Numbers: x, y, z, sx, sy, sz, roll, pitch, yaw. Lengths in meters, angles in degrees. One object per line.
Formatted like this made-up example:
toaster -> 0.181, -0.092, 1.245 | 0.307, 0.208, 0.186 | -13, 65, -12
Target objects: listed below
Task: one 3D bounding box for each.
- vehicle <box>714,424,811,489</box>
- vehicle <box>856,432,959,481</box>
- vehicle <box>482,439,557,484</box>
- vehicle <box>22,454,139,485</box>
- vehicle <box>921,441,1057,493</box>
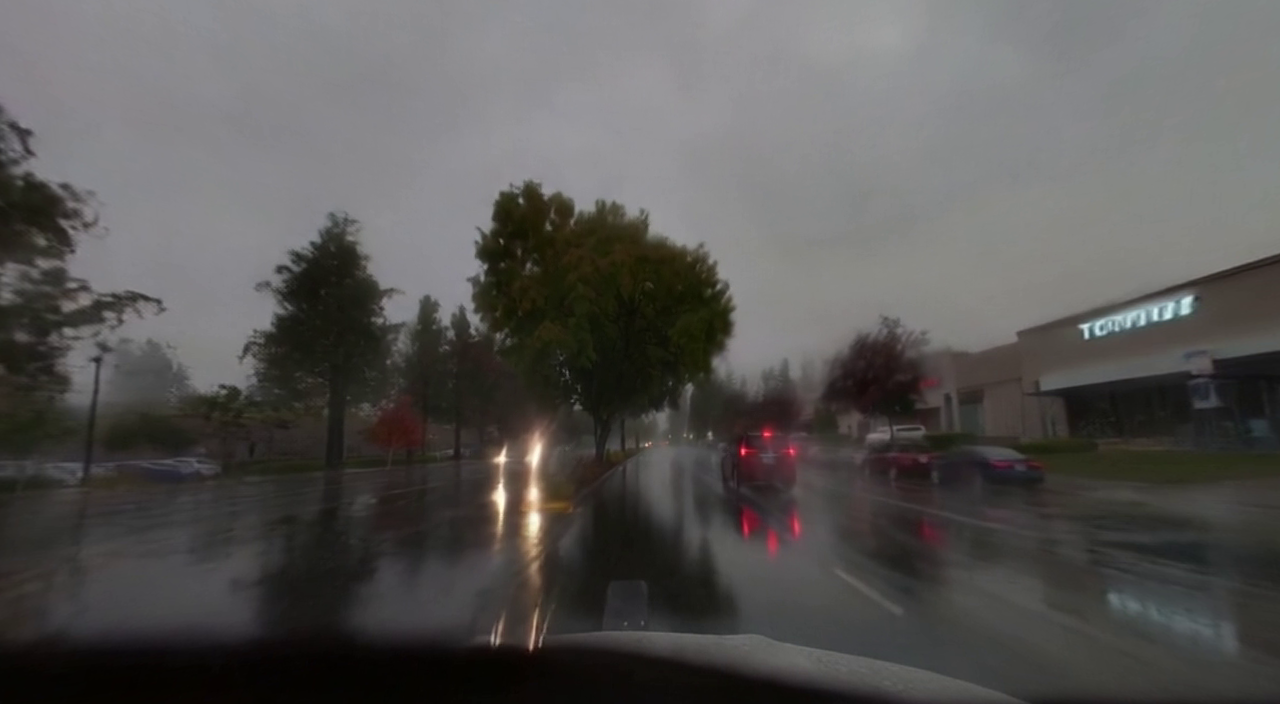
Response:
vehicle -> 3.790, 3.350, 20.460 | 2.183, 1.845, 4.482 | 0, -8, -1
vehicle -> 10.730, 4.221, 25.799 | 1.989, 1.768, 4.977 | 0, -8, 0
vehicle -> -4.337, 4.003, 23.441 | 2.031, 1.478, 4.434 | 0, -8, -1
vehicle -> -29.754, 6.260, 33.635 | 4.306, 1.459, 2.001 | -1, -8, 0
vehicle -> 10.814, 3.575, 19.956 | 1.847, 1.445, 4.281 | 0, -8, 0
